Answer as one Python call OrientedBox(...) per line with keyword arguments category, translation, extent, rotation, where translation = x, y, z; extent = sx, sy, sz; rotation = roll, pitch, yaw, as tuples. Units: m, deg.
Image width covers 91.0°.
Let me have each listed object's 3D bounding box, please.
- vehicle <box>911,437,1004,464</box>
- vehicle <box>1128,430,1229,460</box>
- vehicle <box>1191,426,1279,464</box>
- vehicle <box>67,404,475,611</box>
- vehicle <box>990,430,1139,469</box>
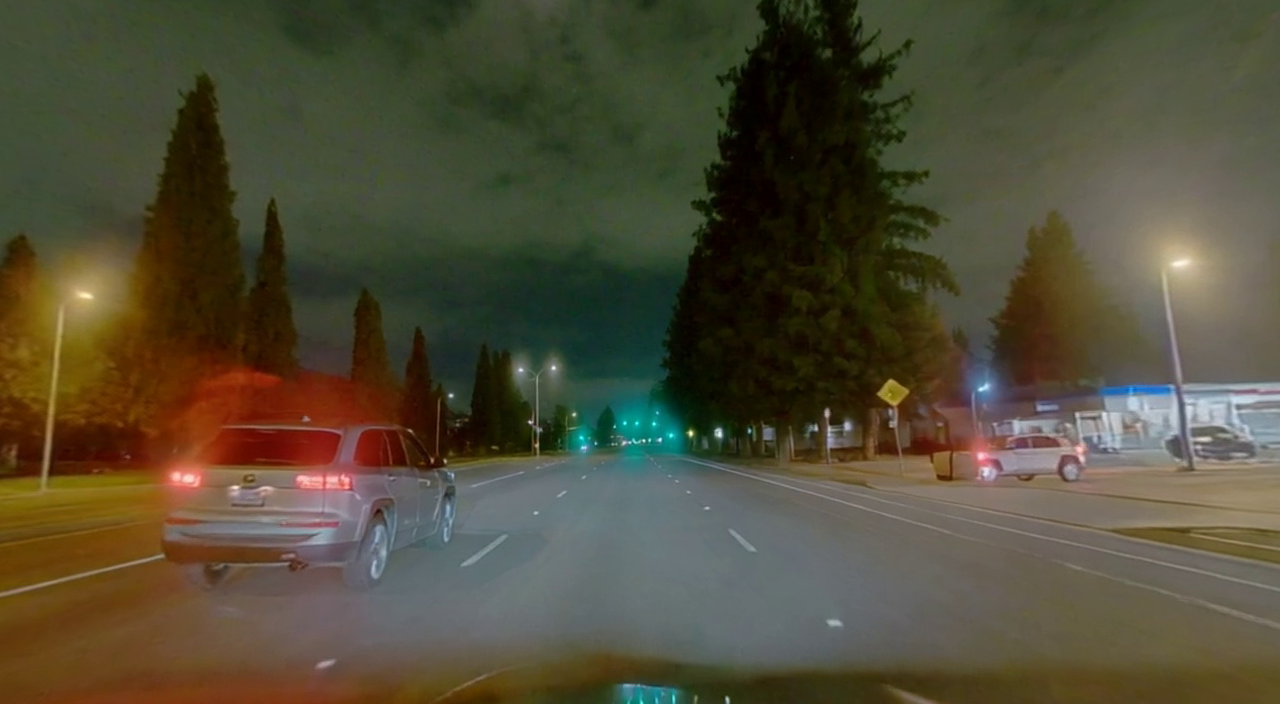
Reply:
OrientedBox(category="vehicle", translation=(18.304, 5.699, 36.441), extent=(4.398, 1.457, 1.806), rotation=(0, -9, 1))
OrientedBox(category="vehicle", translation=(30.744, 5.350, 36.030), extent=(3.806, 1.635, 1.937), rotation=(-1, -9, 6))
OrientedBox(category="vehicle", translation=(30.189, 4.525, 30.659), extent=(4.507, 1.752, 2.016), rotation=(-1, -9, 9))
OrientedBox(category="vehicle", translation=(-3.599, 1.604, 7.503), extent=(2.039, 1.656, 4.710), rotation=(0, -9, -1))
OrientedBox(category="vehicle", translation=(17.452, 4.045, 26.089), extent=(4.671, 1.466, 1.937), rotation=(0, -9, 5))
